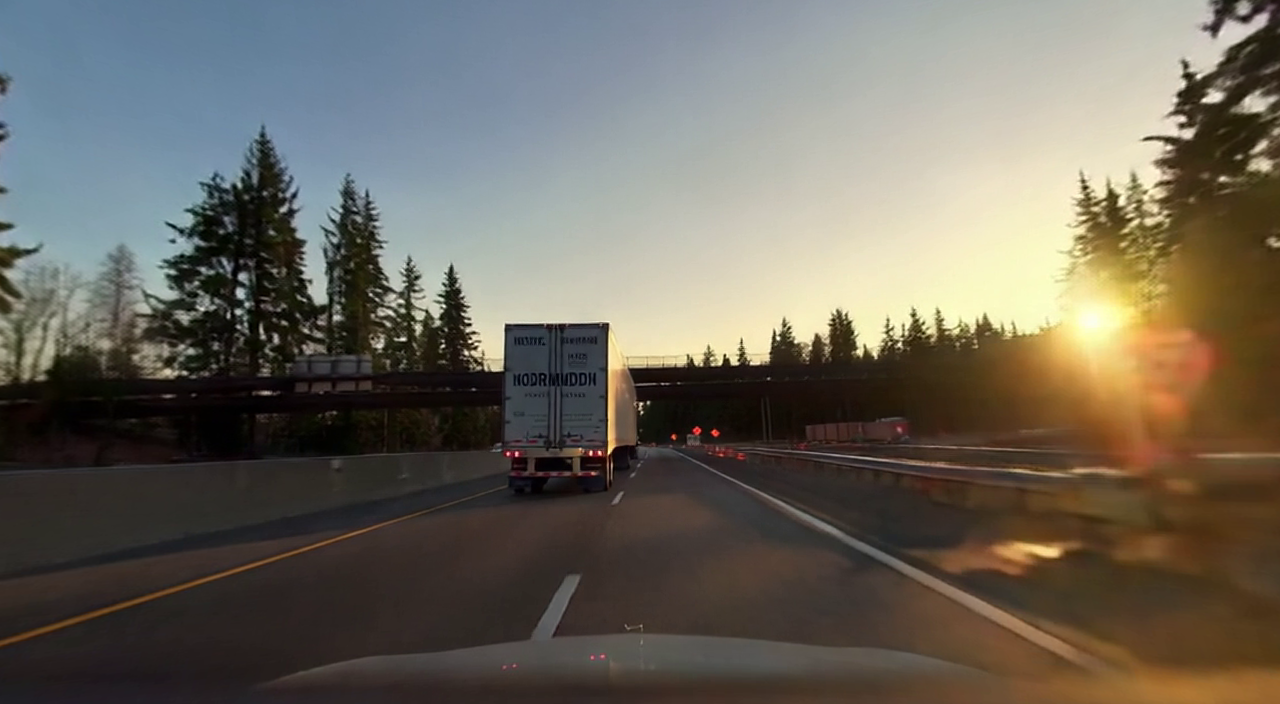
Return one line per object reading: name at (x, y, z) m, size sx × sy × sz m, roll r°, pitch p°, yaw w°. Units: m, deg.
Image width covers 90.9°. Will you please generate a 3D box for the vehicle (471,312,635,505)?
vehicle at (-1.890, 2.334, 21.432) m, size 2.873 × 4.060 × 16.327 m, roll 0°, pitch -8°, yaw 1°
